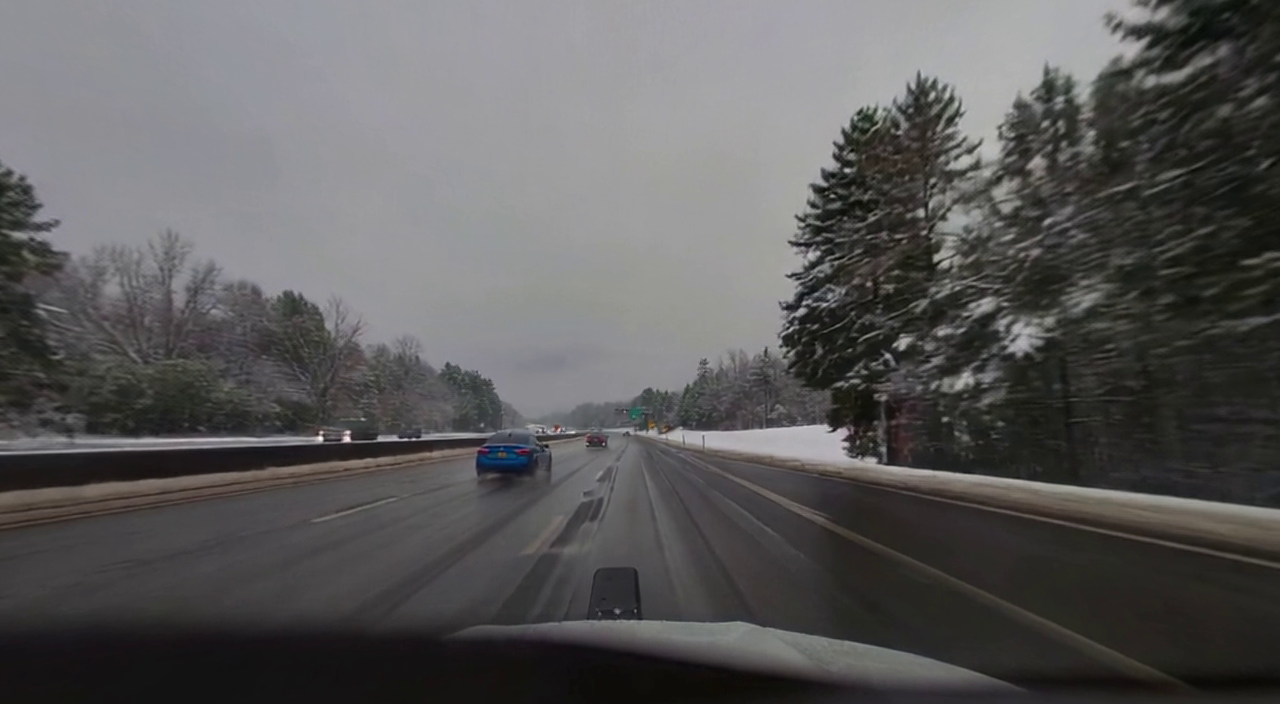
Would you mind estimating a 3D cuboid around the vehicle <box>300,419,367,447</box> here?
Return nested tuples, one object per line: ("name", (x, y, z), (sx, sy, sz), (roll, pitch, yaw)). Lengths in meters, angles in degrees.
("vehicle", (-20.819, 5.562, 43.074), (2.054, 1.845, 5.089), (0, -8, 0))

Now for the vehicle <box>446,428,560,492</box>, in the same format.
("vehicle", (-3.378, 2.737, 16.385), (1.977, 1.443, 4.225), (0, -8, 1))
